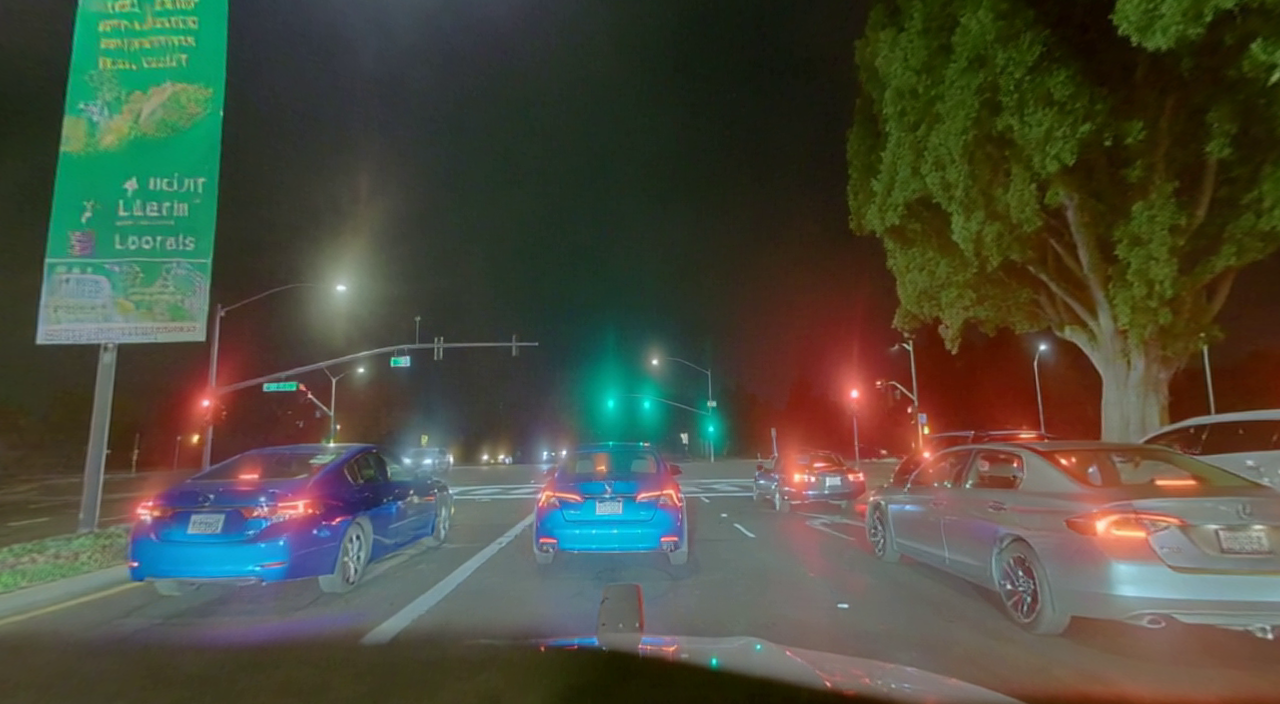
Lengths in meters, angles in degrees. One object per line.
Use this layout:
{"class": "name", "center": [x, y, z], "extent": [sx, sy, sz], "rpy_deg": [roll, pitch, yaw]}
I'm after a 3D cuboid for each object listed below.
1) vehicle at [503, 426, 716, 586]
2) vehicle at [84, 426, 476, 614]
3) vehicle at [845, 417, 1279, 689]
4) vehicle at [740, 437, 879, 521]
{"class": "vehicle", "center": [-0.311, 1.722, 7.818], "extent": [1.994, 1.479, 3.647], "rpy_deg": [0, -9, -1]}
{"class": "vehicle", "center": [-3.370, 1.631, 7.082], "extent": [1.929, 1.457, 4.136], "rpy_deg": [0, -9, 0]}
{"class": "vehicle", "center": [3.597, 1.437, 5.754], "extent": [1.953, 1.471, 4.470], "rpy_deg": [0, -9, 0]}
{"class": "vehicle", "center": [3.399, 2.611, 13.486], "extent": [1.852, 1.498, 3.825], "rpy_deg": [0, -9, 0]}
